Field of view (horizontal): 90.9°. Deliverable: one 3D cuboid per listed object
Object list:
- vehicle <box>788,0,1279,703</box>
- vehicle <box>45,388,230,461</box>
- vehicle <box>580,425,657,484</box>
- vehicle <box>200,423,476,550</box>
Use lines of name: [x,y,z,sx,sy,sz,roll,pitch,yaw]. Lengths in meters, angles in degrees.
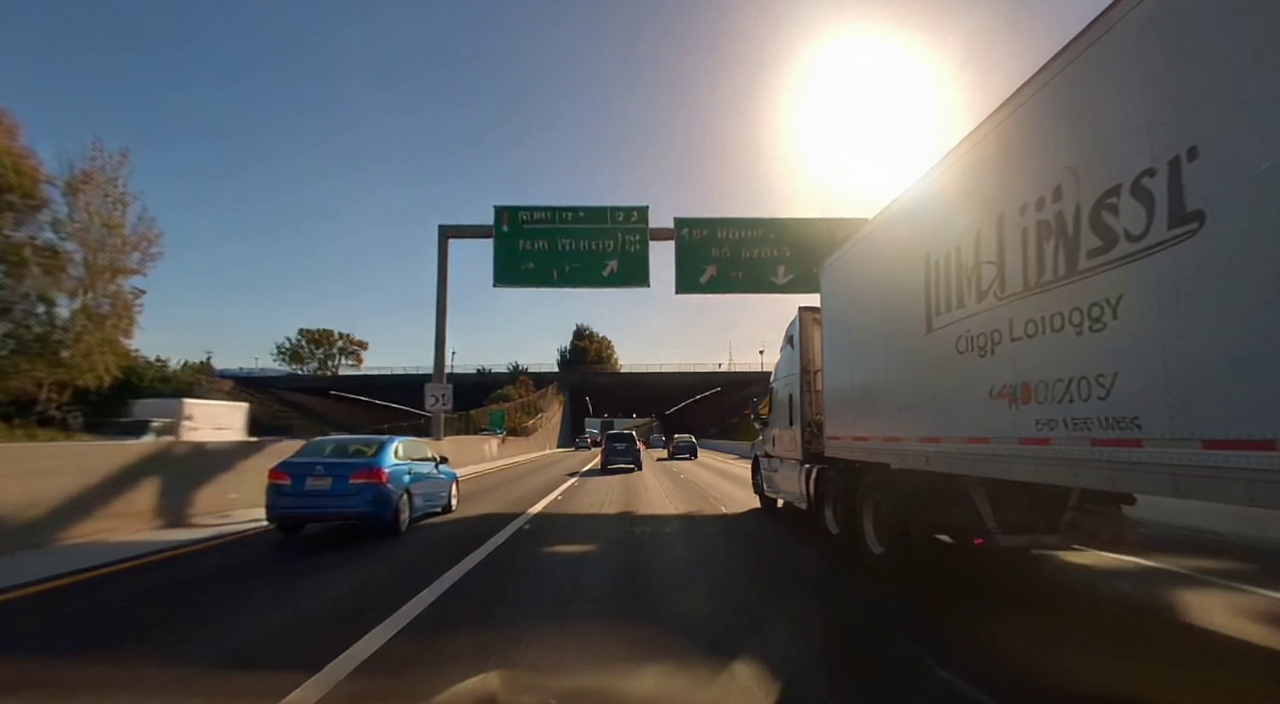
vehicle: [3.958,-0.242,3.207,2.842,4.108,14.081,0,-8,-1]
vehicle: [-19.537,2.929,25.101,2.360,2.529,6.082,0,-8,-1]
vehicle: [-0.624,3.064,19.145,2.094,1.600,3.666,0,-8,-1]
vehicle: [-4.049,1.844,9.457,2.019,1.435,4.317,0,-8,0]
